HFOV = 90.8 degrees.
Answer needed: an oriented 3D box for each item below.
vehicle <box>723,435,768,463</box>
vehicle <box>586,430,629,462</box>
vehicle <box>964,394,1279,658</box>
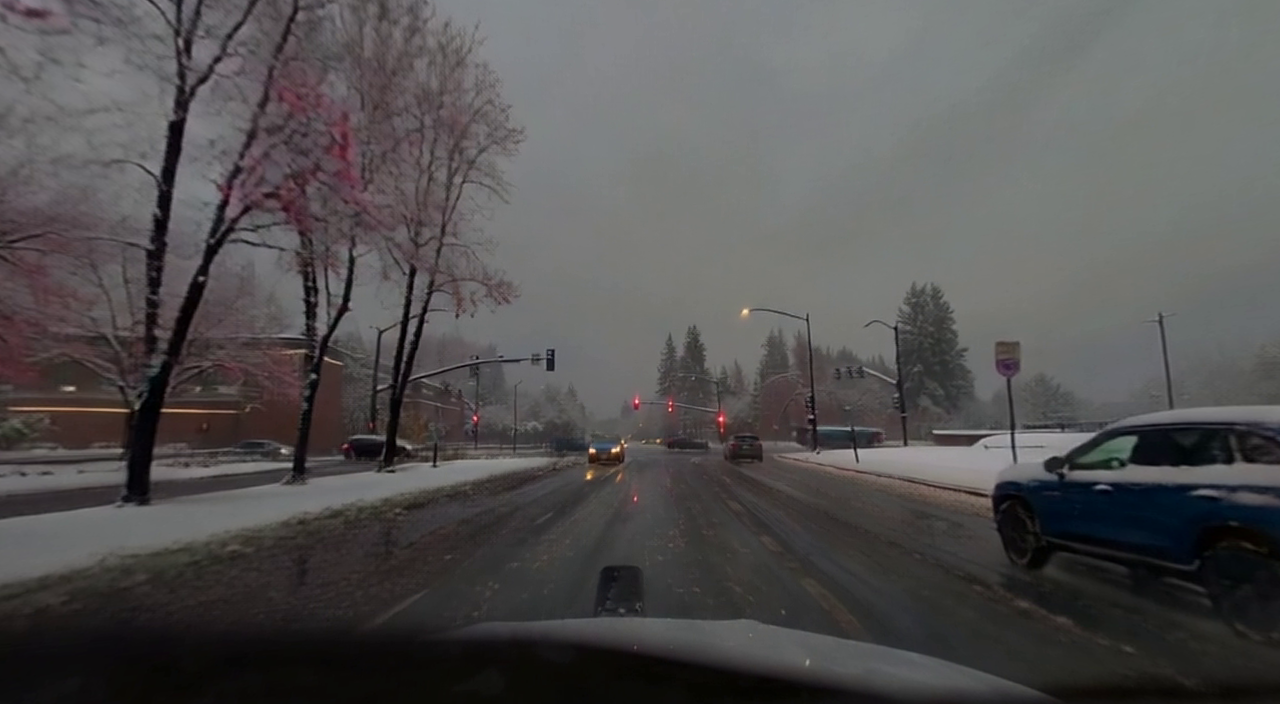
[{"bbox_3d":[5.966,5.539,36.190,2.007,1.466,4.291,-1,-8,2],"label":"vehicle"},{"bbox_3d":[-1.813,5.425,36.537,1.995,1.703,4.367,-1,-8,4],"label":"vehicle"},{"bbox_3d":[4.745,1.217,5.100,2.019,1.518,4.285,0,-8,1],"label":"vehicle"}]
